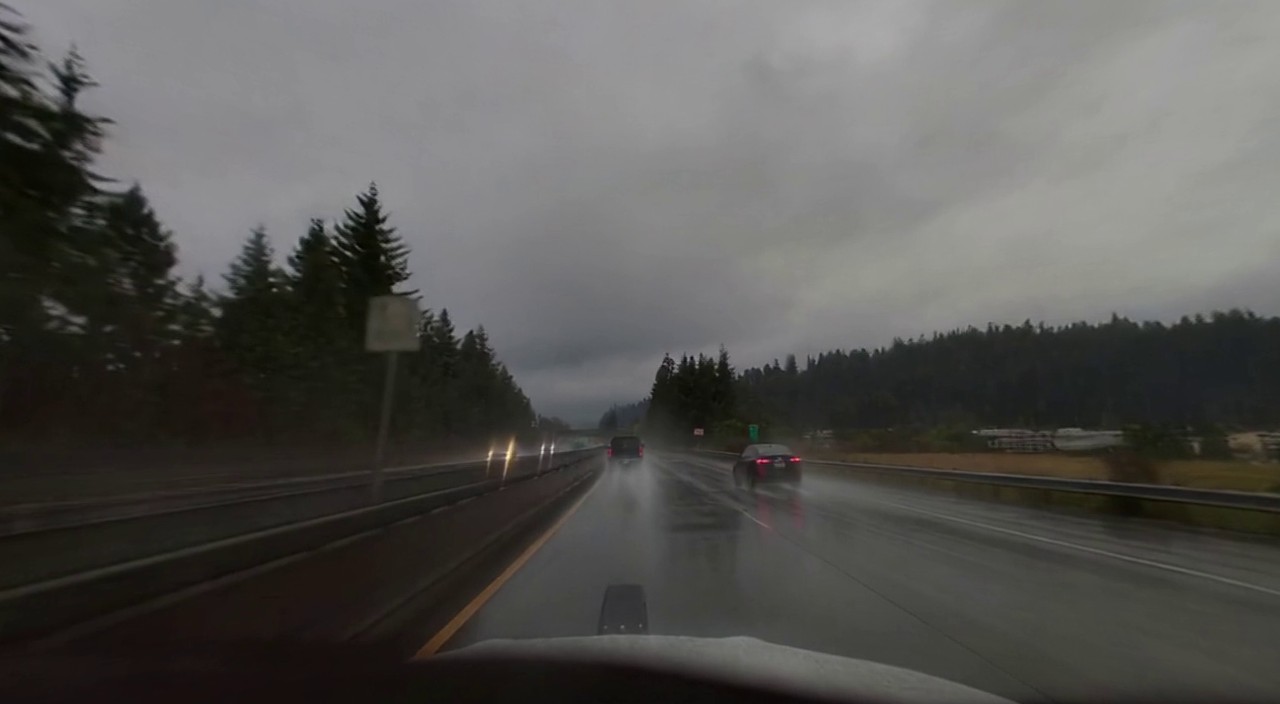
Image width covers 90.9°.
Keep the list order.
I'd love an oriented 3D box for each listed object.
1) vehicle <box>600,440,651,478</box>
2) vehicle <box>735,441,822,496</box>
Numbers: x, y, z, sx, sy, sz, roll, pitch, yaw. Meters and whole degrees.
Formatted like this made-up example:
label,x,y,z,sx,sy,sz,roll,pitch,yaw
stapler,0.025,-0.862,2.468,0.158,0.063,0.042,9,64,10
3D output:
label,x,y,z,sx,sy,sz,roll,pitch,yaw
vehicle,-0.632,4.818,28.570,2.120,1.575,4.018,0,-9,0
vehicle,4.033,3.446,18.895,1.757,1.459,3.398,0,-9,-1
